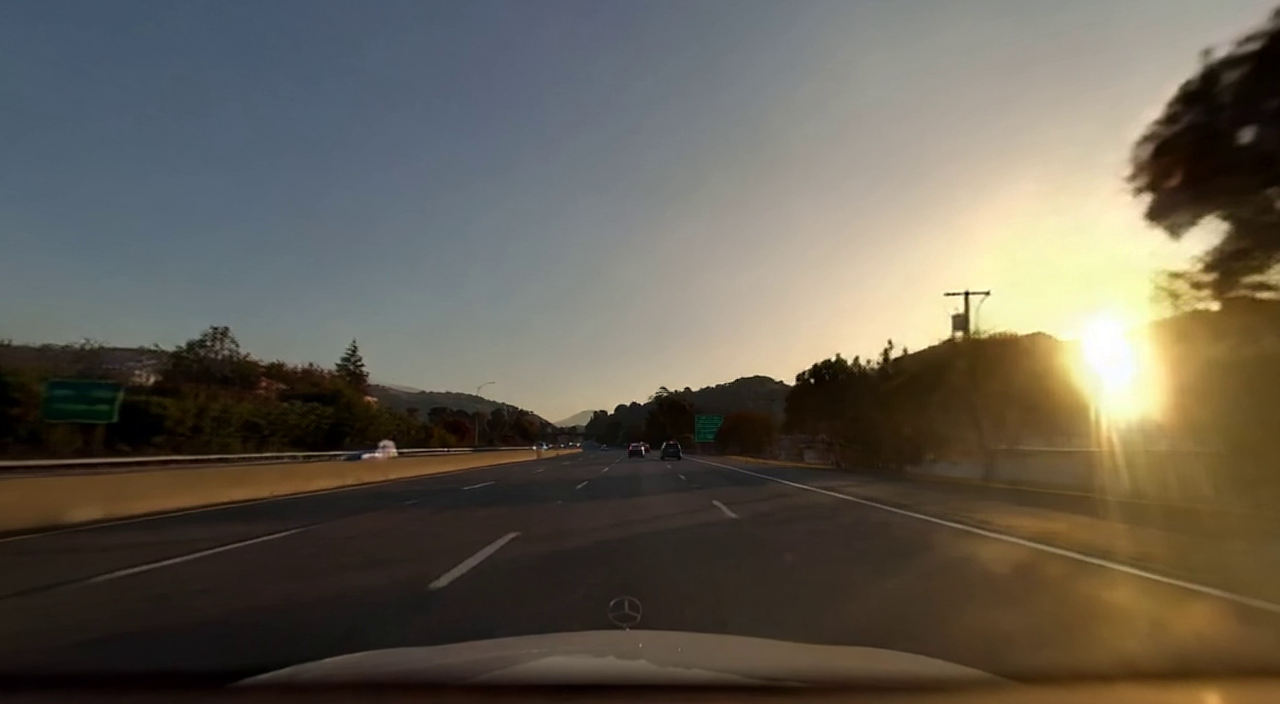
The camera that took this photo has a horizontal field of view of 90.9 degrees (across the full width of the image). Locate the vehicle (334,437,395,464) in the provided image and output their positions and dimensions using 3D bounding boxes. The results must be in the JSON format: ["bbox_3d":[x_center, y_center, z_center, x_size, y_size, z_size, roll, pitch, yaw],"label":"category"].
[{"bbox_3d":[-17.560,6.294,40.421,1.949,1.650,4.483,0,-8,-1],"label":"vehicle"}]

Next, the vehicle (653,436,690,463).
[{"bbox_3d":[2.391,7.568,49.145,2.431,1.916,4.808,0,-8,-2],"label":"vehicle"}]
